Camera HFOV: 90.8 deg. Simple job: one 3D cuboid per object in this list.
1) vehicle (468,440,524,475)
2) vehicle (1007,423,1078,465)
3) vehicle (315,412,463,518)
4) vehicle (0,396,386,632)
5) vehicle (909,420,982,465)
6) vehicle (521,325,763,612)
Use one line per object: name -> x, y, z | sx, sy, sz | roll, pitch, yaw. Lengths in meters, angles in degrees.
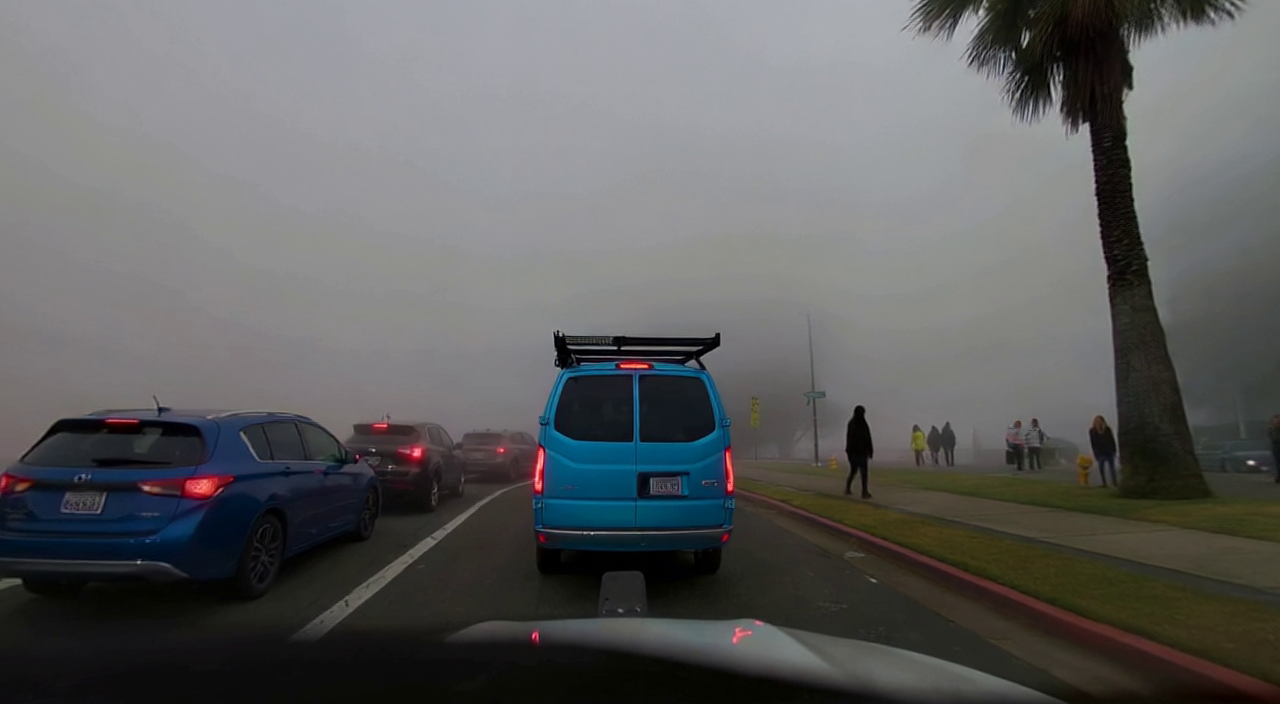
vehicle -> -6.820, 4.893, 29.588 | 1.818, 1.479, 4.428 | 4, -9, -22
vehicle -> 15.806, 3.618, 24.725 | 2.048, 1.475, 3.972 | -6, -10, 34
vehicle -> -5.203, 2.409, 13.905 | 2.089, 1.854, 5.022 | 2, -9, -11
vehicle -> -4.387, 1.466, 6.673 | 1.986, 1.643, 4.315 | 1, -9, -6
vehicle -> 12.659, 3.762, 26.048 | 2.046, 1.675, 3.924 | -6, -10, 33
vehicle -> -0.191, 1.219, 7.192 | 1.902, 2.238, 4.263 | 1, -9, -6
